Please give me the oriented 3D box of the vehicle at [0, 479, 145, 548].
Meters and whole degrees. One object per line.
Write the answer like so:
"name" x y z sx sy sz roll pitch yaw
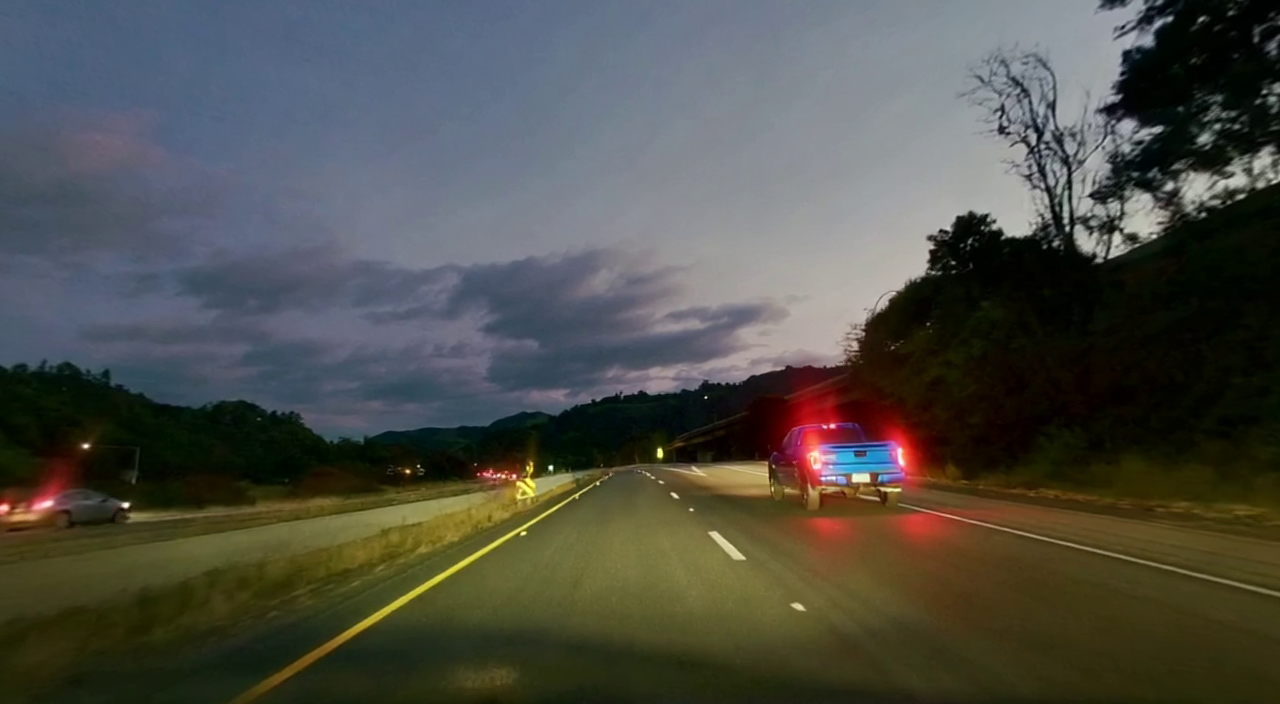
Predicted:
"vehicle" -22.317 5.940 23.839 2.573 1.976 5.651 0 -9 1
